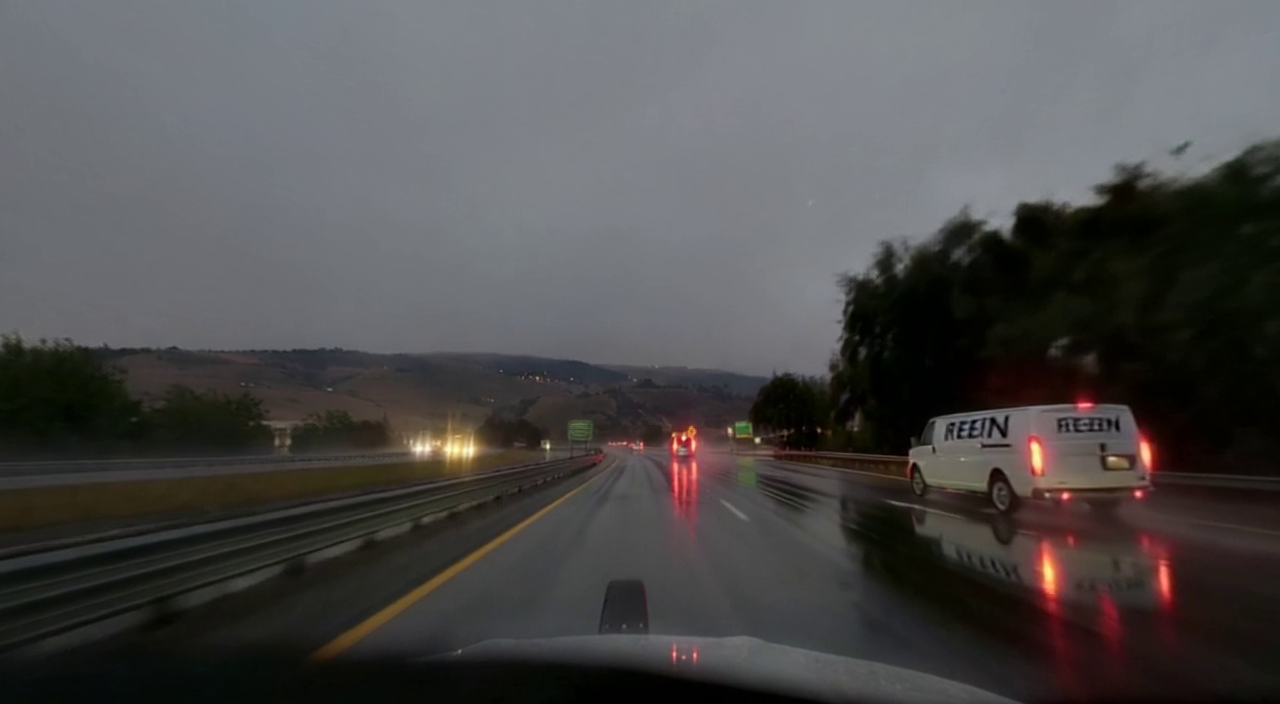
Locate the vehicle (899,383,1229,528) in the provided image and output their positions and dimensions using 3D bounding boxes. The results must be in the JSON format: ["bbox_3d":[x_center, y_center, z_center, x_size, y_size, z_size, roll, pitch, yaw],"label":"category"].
[{"bbox_3d":[7.179,1.873,11.809,2.275,2.059,5.543,0,-8,0],"label":"vehicle"}]
